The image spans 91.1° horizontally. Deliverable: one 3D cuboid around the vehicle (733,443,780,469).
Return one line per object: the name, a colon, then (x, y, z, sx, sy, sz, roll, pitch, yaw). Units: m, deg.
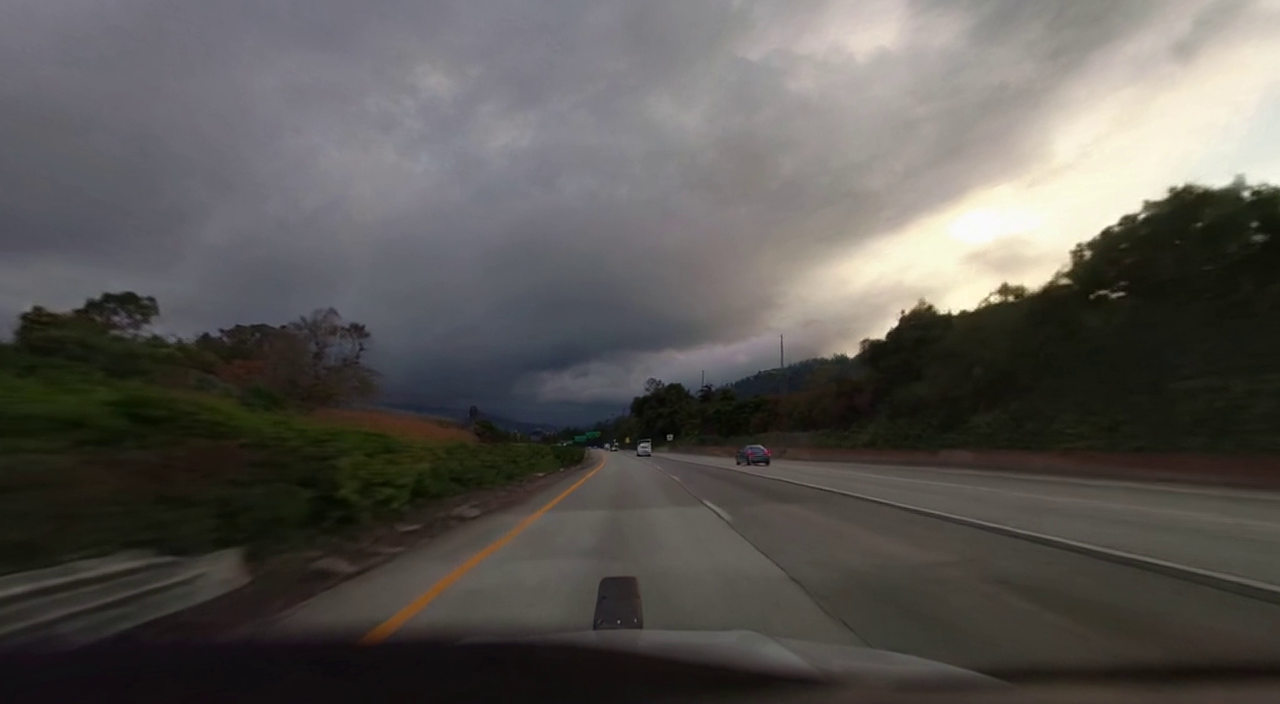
vehicle: (6.978, 6.274, 38.142, 1.942, 1.462, 3.926, 0, -8, -3)
